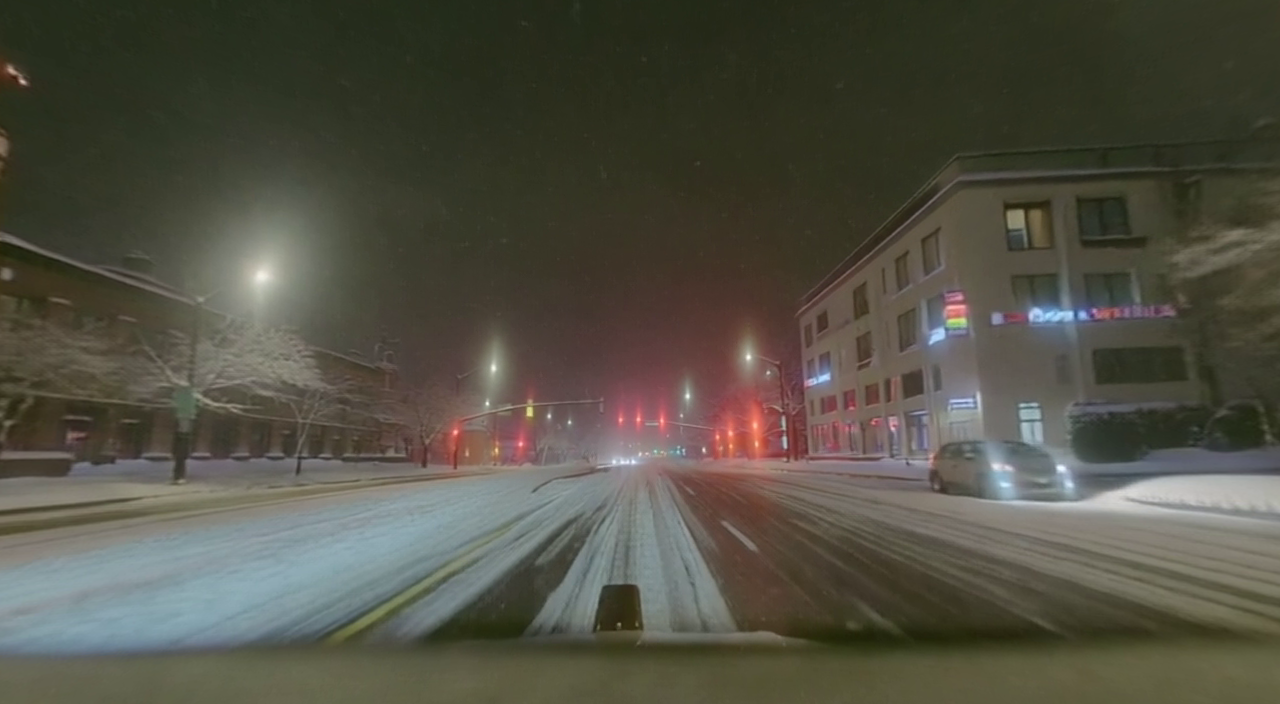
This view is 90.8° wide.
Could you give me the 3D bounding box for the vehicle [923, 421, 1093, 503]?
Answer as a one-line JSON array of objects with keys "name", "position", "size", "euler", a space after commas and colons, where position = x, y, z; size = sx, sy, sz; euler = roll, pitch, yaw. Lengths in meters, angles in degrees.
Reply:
[{"name": "vehicle", "position": [10.039, 3.052, 17.800], "size": [2.101, 1.957, 4.718], "euler": [0, -9, 3]}]
